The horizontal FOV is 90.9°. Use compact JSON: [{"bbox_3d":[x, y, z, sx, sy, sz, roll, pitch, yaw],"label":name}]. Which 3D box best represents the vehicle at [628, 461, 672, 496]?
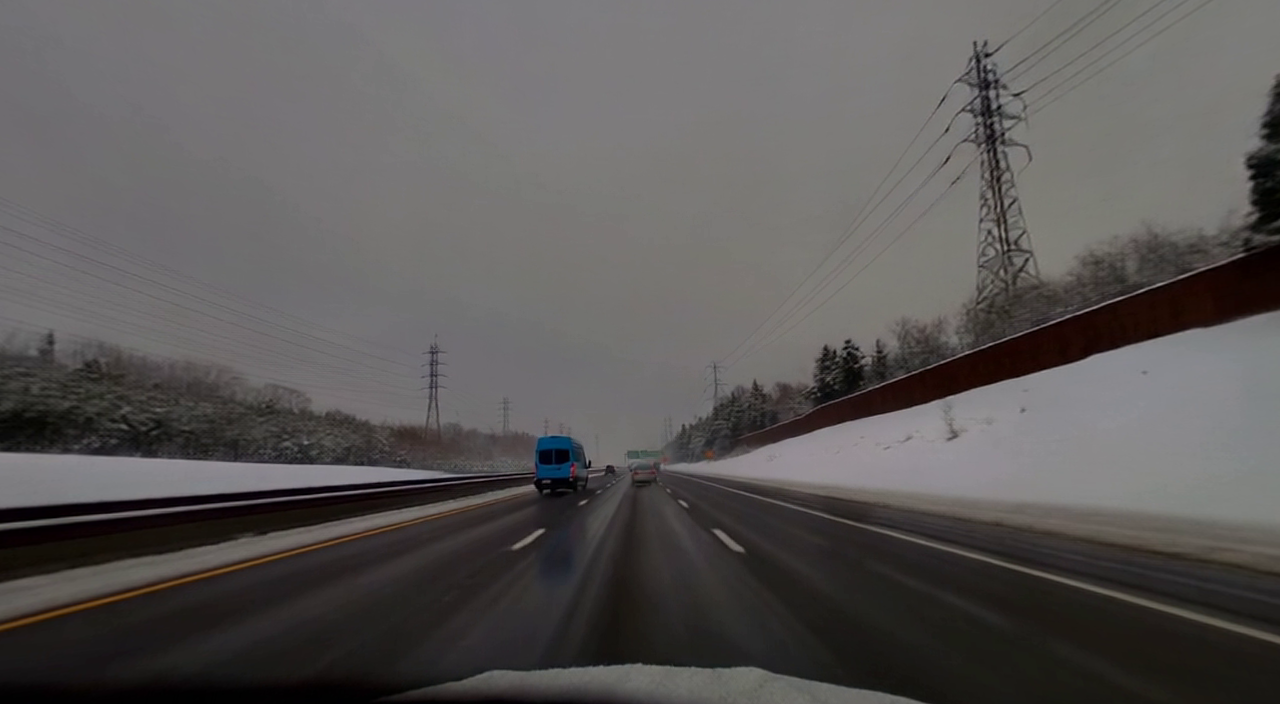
[{"bbox_3d":[0.461,6.248,31.242,2.006,1.554,3.863,1,-11,0],"label":"vehicle"}]

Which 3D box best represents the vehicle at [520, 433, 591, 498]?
[{"bbox_3d":[-3.782,5.342,29.601,2.394,2.609,6.875,1,-11,0],"label":"vehicle"}]
